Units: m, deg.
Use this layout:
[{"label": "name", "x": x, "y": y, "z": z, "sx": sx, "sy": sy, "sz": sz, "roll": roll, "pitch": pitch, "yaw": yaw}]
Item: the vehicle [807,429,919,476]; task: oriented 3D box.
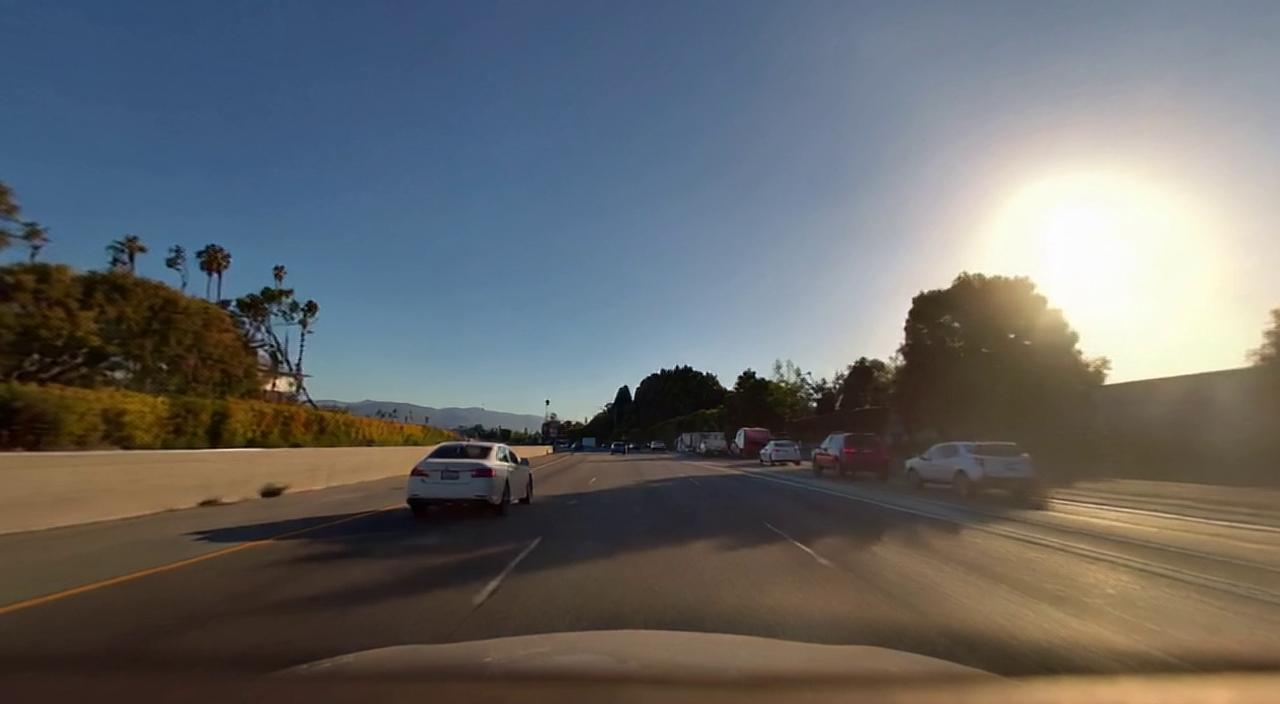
[{"label": "vehicle", "x": 8.587, "y": 3.942, "z": 25.001, "sx": 2.345, "sy": 1.637, "sz": 5.558, "roll": 0, "pitch": -8, "yaw": -1}]

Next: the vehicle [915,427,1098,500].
[{"label": "vehicle", "x": 8.992, "y": 2.765, "z": 16.021, "sx": 1.957, "sy": 1.584, "sz": 4.272, "roll": 0, "pitch": -8, "yaw": -2}]

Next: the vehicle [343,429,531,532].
[{"label": "vehicle", "x": -3.464, "y": 2.275, "z": 11.755, "sx": 2.109, "sy": 1.536, "sz": 4.174, "roll": 0, "pitch": -8, "yaw": 0}]

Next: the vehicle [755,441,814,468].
[{"label": "vehicle", "x": 8.459, "y": 6.042, "z": 37.428, "sx": 2.052, "sy": 1.468, "sz": 5.333, "roll": 0, "pitch": -8, "yaw": -2}]
